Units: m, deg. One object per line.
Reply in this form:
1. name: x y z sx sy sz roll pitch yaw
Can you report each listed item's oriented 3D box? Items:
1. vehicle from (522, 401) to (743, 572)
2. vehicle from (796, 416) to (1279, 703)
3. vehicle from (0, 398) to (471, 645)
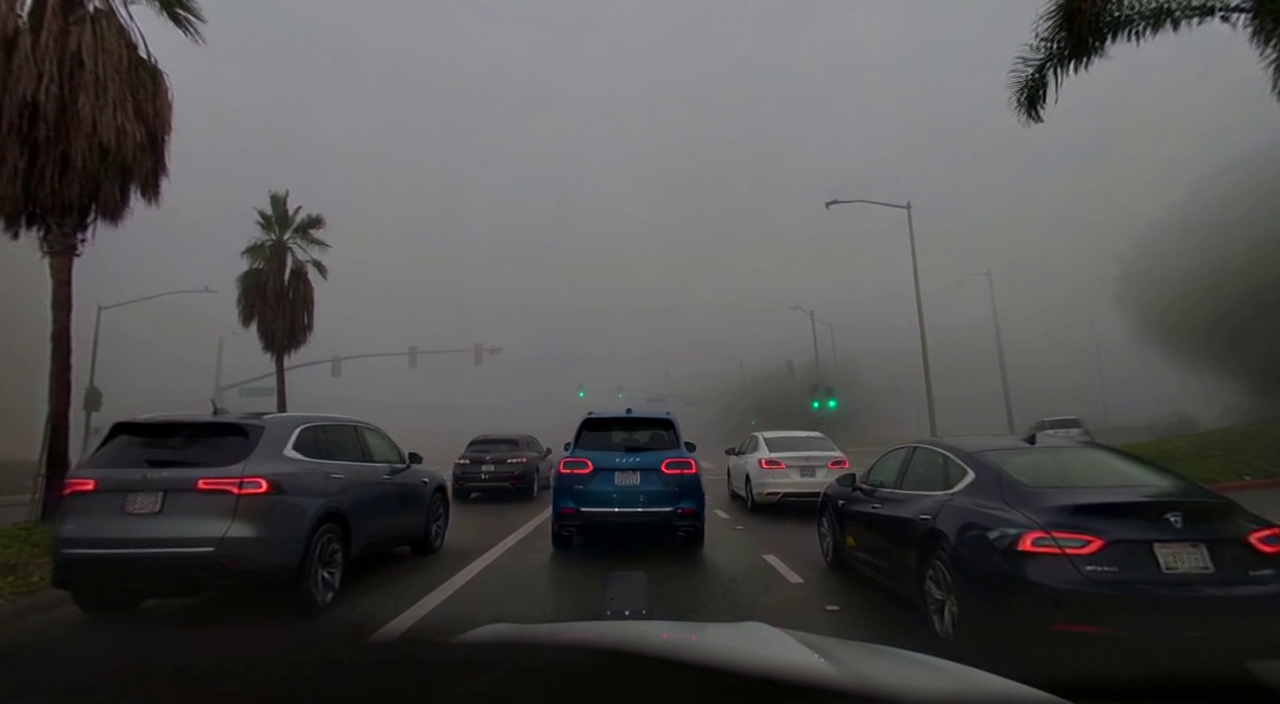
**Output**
1. vehicle: -0.140 1.708 8.763 2.280 1.747 4.361 0 -8 -2
2. vehicle: 2.968 1.412 5.451 2.017 1.491 4.611 0 -8 -1
3. vehicle: -3.351 1.397 6.254 2.014 1.534 4.455 0 -9 1
